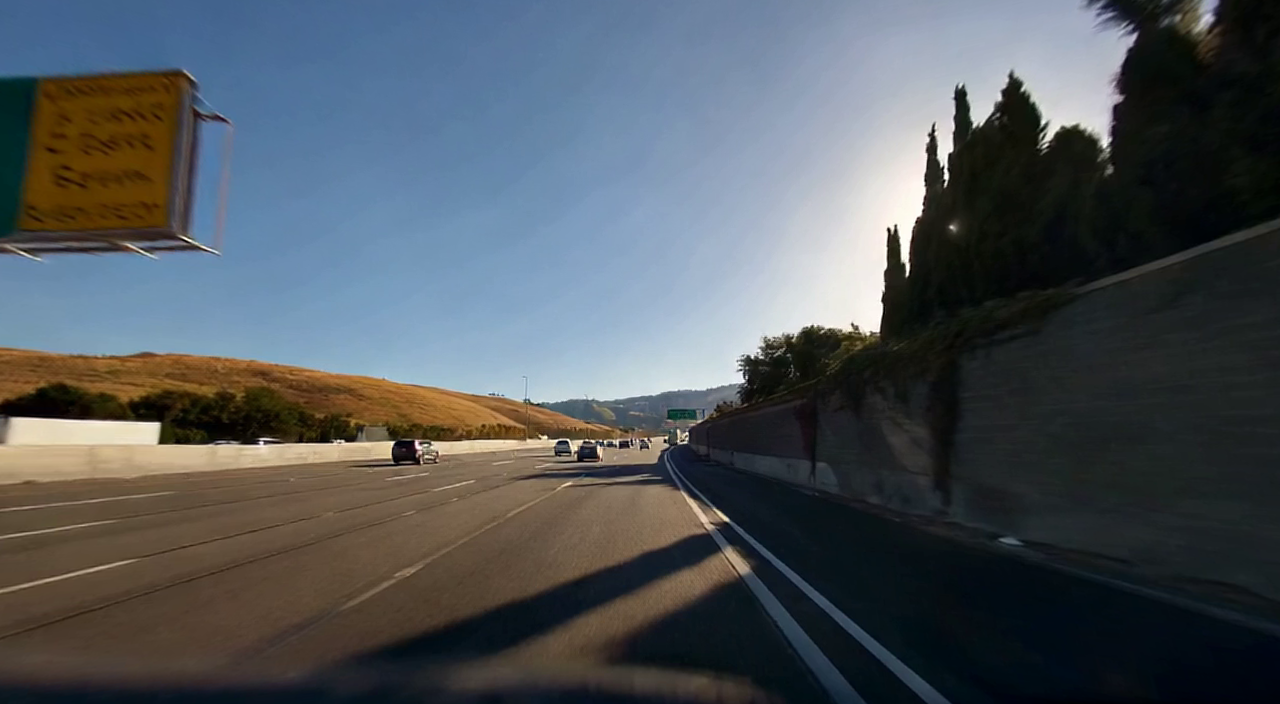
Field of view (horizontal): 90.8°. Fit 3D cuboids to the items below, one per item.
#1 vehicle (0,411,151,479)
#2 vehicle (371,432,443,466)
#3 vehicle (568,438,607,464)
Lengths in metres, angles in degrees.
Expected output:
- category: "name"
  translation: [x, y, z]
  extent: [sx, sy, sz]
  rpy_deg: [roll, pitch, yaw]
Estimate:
- category: "vehicle"
  translation: [-29.571, 4.512, 30.662]
  extent: [3.067, 2.979, 10.426]
  rpy_deg: [0, -8, 2]
- category: "vehicle"
  translation: [-13.145, 5.520, 35.926]
  extent: [2.076, 1.766, 4.831]
  rpy_deg: [0, -8, 2]
- category: "vehicle"
  translation: [-3.233, 6.158, 39.417]
  extent: [1.931, 1.492, 4.076]
  rpy_deg: [0, -8, 2]
